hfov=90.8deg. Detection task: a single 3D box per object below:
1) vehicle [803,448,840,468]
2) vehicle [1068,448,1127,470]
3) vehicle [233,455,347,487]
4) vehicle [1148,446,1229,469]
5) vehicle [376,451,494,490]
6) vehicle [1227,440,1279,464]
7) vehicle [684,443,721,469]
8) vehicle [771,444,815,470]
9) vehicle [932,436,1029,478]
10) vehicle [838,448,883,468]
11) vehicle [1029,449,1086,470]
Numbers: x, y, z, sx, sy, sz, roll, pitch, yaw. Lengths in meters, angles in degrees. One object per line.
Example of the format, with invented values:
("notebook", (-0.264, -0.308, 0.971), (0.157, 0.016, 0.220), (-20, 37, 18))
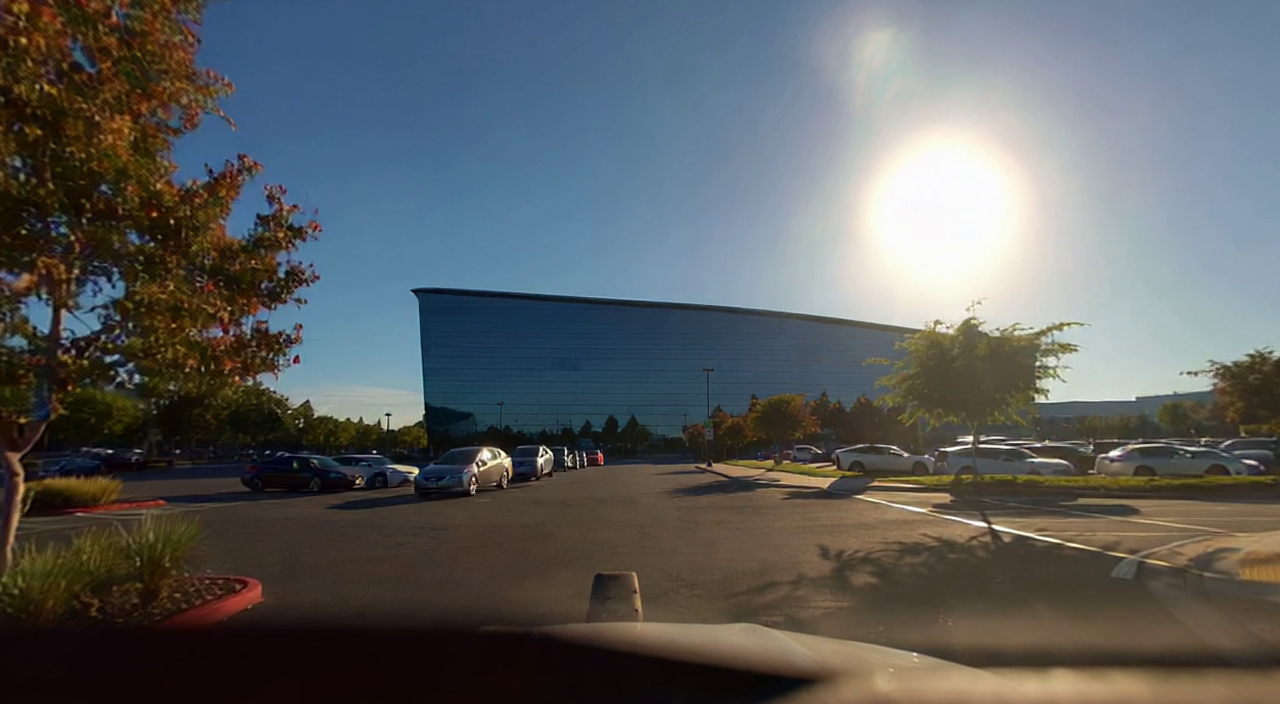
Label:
("vehicle", (14.208, 8.300, 49.644), (1.935, 1.477, 3.719), (0, -9, 3))
("vehicle", (31.297, 7.308, 43.271), (1.519, 1.371, 3.278), (0, -8, -1))
("vehicle", (-16.742, 5.694, 30.356), (4.331, 1.437, 1.876), (0, -8, 2))
("vehicle", (37.016, 7.116, 42.776), (1.678, 1.423, 4.191), (0, -8, -2))
("vehicle", (-8.699, 4.972, 26.901), (4.442, 1.504, 1.809), (4, -10, -28))
("vehicle", (43.061, 6.810, 43.086), (1.758, 1.572, 4.421), (0, -8, 1))
("vehicle", (4.597, 7.744, 47.286), (2.262, 1.794, 5.331), (0, -8, 1))
("vehicle", (10.524, 7.204, 43.703), (1.936, 1.673, 4.305), (0, -8, 0))
("vehicle", (16.477, 5.093, 30.948), (2.048, 1.852, 4.998), (0, -9, 1))
("vehicle", (17.053, 8.223, 49.069), (1.971, 1.478, 4.477), (0, -8, 1))
("vehicle", (28.304, 7.286, 42.959), (1.495, 1.371, 3.336), (-1, -9, -1))
